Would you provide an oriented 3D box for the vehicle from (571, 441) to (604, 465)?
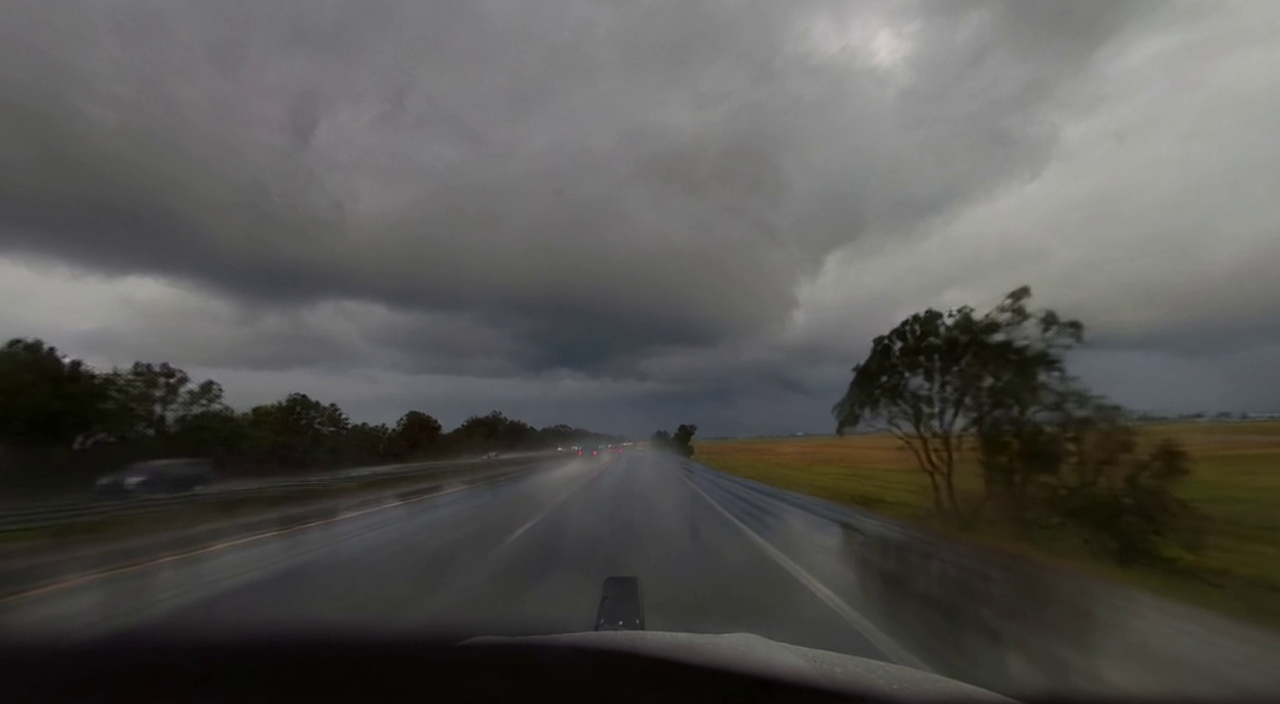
[{"bbox_3d":[-3.918,7.640,47.632,2.132,1.701,4.303,0,-9,0],"label":"vehicle"}]
